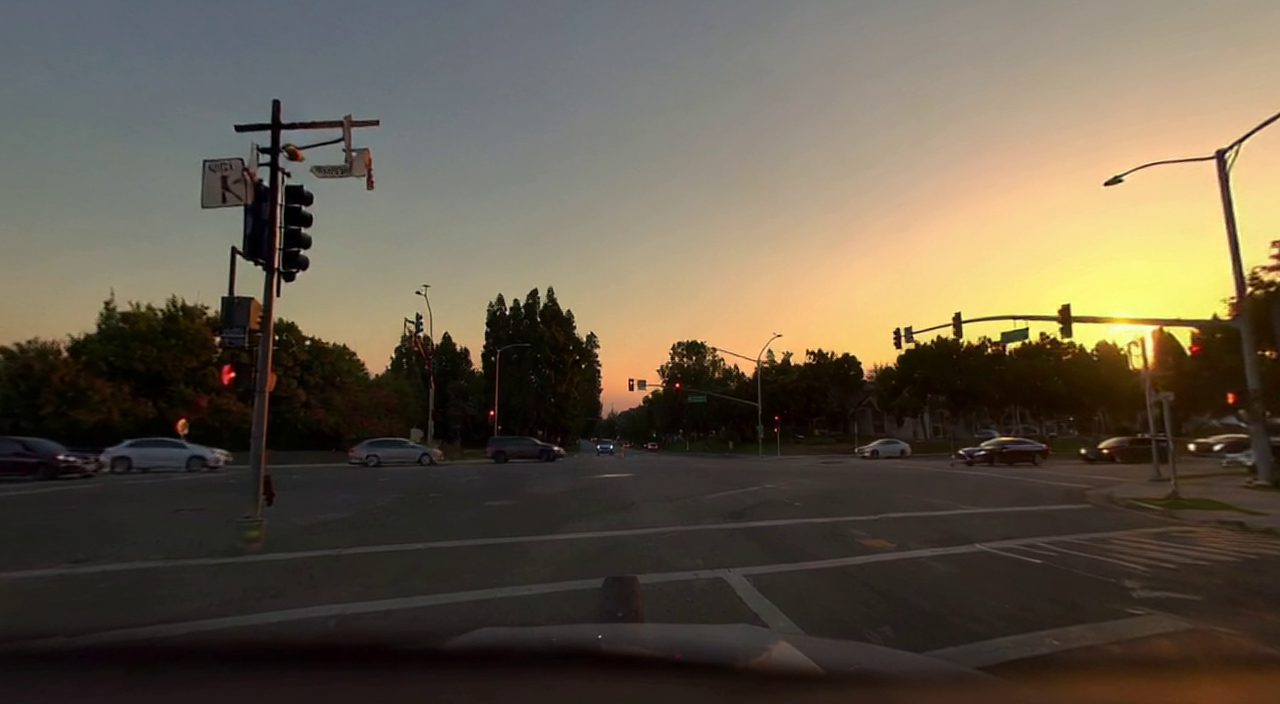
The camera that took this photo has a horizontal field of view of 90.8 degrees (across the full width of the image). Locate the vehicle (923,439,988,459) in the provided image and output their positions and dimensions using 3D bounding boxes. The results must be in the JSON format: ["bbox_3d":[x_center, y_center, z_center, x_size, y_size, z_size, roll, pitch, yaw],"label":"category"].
[{"bbox_3d":[24.031,7.401,48.177,4.352,1.456,1.794,3,-9,-18],"label":"vehicle"}]

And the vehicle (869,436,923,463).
[{"bbox_3d":[14.838,5.629,36.485,1.962,1.468,4.516,-5,-10,32],"label":"vehicle"}]

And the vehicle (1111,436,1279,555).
[{"bbox_3d":[9.222,1.998,8.648,1.993,1.505,4.721,5,-8,0],"label":"vehicle"}]

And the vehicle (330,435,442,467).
[{"bbox_3d":[-12.863,5.009,32.146,4.912,1.485,1.922,6,-10,-36],"label":"vehicle"}]

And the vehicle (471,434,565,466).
[{"bbox_3d":[-6.242,5.051,32.625,4.331,1.544,1.896,7,-11,-38],"label":"vehicle"}]

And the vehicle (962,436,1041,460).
[{"bbox_3d":[24.252,6.425,42.424,4.481,1.561,2.001,3,-9,-17],"label":"vehicle"}]

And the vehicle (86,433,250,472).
[{"bbox_3d":[-18.804,4.034,25.470,4.849,1.476,1.935,3,-9,-19],"label":"vehicle"}]
